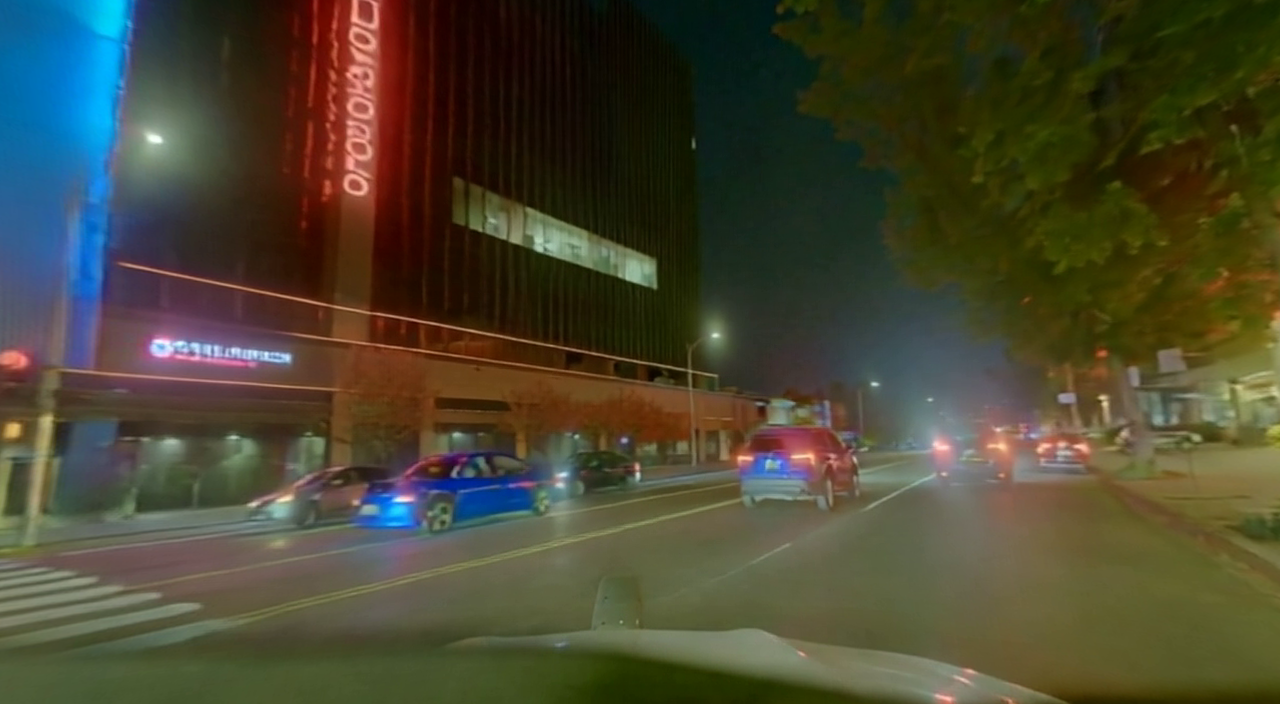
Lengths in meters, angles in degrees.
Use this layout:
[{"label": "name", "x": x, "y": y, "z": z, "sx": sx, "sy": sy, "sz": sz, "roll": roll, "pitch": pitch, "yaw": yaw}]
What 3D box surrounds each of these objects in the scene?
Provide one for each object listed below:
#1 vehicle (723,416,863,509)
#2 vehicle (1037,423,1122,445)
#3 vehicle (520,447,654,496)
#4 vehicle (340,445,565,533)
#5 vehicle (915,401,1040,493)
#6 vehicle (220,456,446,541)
[{"label": "vehicle", "x": 3.537, "y": 2.391, "z": 14.033, "sx": 2.023, "sy": 1.702, "sz": 4.152, "roll": -4, "pitch": -10, "yaw": 27}, {"label": "vehicle", "x": 30.644, "y": 5.750, "z": 44.210, "sx": 4.426, "sy": 1.490, "sz": 1.862, "roll": -3, "pitch": -9, "yaw": 17}, {"label": "vehicle", "x": -1.720, "y": 4.208, "z": 22.812, "sx": 2.103, "sy": 1.514, "sz": 5.374, "roll": -5, "pitch": -10, "yaw": 30}, {"label": "vehicle", "x": -3.680, "y": 2.742, "z": 13.377, "sx": 1.857, "sy": 1.507, "sz": 4.504, "roll": -5, "pitch": -10, "yaw": 29}, {"label": "vehicle", "x": 8.620, "y": 2.434, "z": 16.220, "sx": 2.352, "sy": 1.953, "sz": 4.796, "roll": -5, "pitch": -10, "yaw": 28}, {"label": "vehicle", "x": -6.607, "y": 3.121, "z": 14.095, "sx": 1.989, "sy": 1.508, "sz": 4.021, "roll": -5, "pitch": -10, "yaw": 29}]
